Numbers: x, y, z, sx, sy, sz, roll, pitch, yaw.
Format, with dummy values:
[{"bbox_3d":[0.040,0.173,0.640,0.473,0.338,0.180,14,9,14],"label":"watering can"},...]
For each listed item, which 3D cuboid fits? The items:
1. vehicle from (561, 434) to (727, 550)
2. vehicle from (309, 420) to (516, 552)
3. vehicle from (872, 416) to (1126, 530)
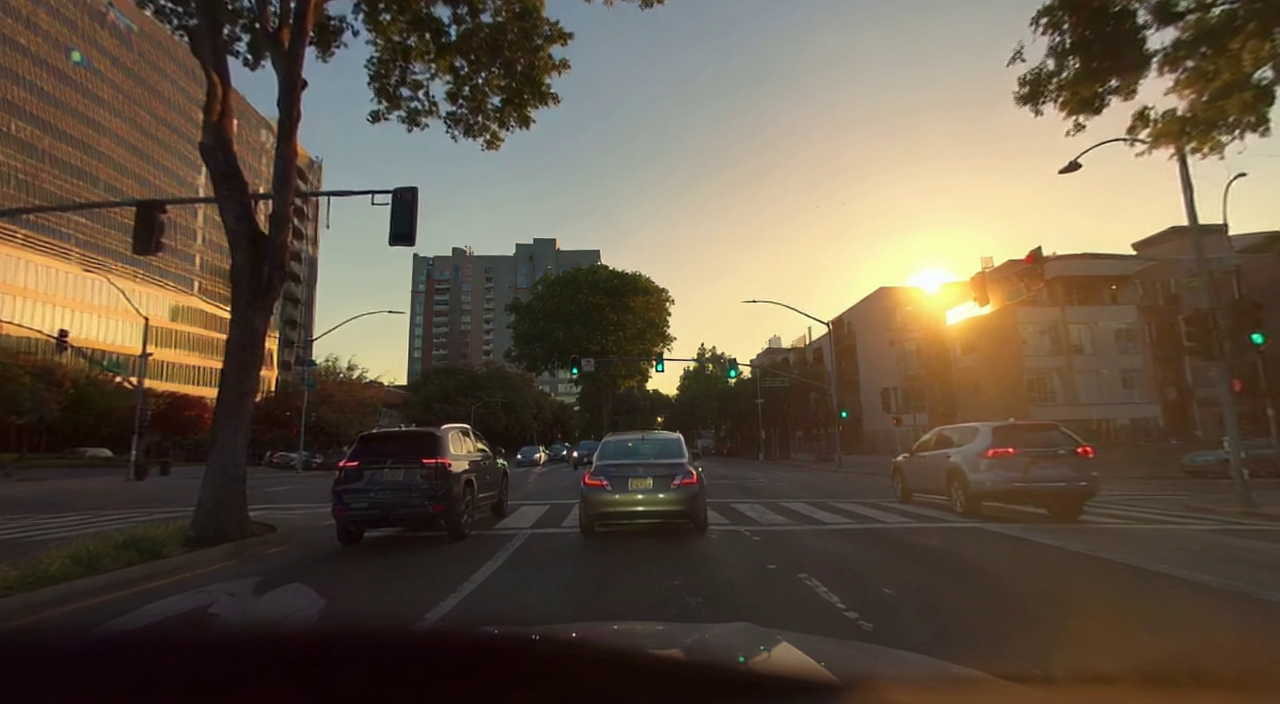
[{"bbox_3d":[0.052,2.146,10.360,2.190,1.522,3.850,0,-8,0],"label":"vehicle"},{"bbox_3d":[-3.454,2.106,10.667,2.081,1.719,4.434,1,-8,-4],"label":"vehicle"},{"bbox_3d":[6.791,2.345,12.927,2.079,1.828,5.323,0,-8,0],"label":"vehicle"}]
